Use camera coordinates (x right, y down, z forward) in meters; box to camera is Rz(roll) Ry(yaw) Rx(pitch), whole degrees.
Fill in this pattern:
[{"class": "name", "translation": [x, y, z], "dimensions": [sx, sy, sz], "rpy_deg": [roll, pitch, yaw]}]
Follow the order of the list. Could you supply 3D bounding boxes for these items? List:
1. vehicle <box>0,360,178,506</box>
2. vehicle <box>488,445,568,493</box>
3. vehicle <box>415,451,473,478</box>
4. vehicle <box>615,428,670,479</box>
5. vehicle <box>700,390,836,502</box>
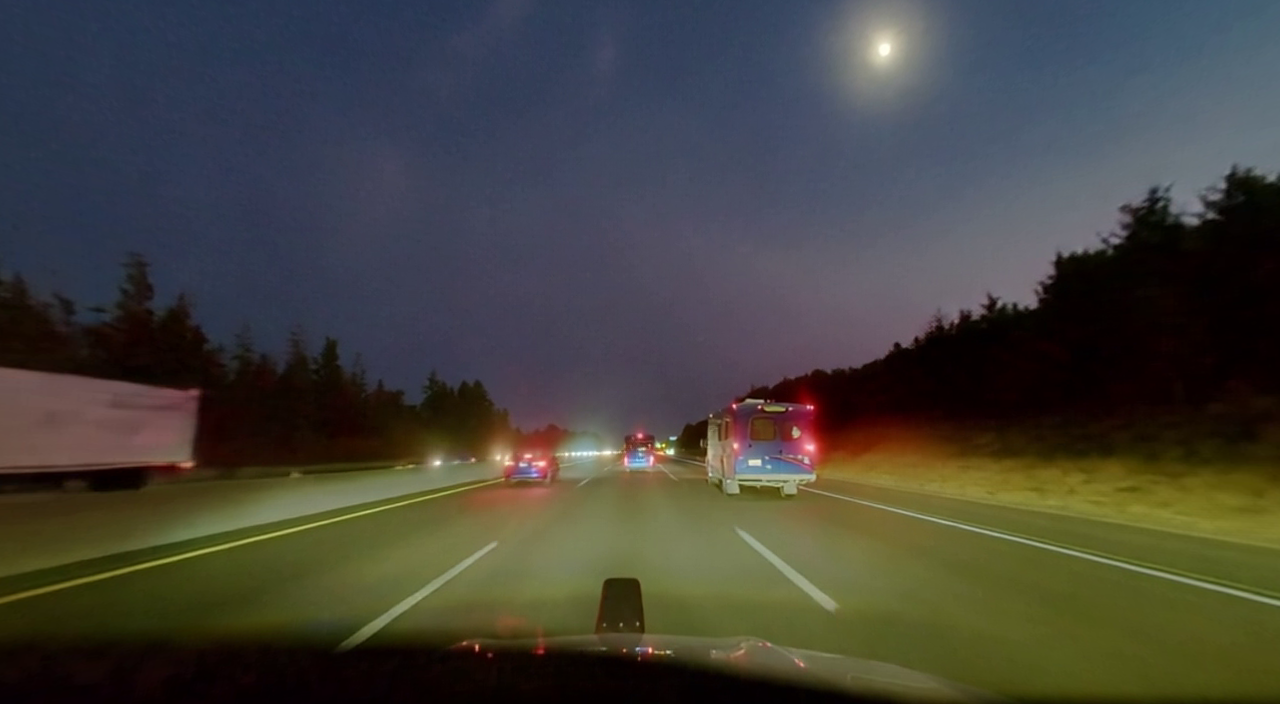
[{"class": "vehicle", "translation": [-19.602, 2.215, 17.365], "dimensions": [2.914, 4.094, 14.271], "rpy_deg": [0, -9, 0]}, {"class": "vehicle", "translation": [-3.846, 4.094, 22.509], "dimensions": [1.959, 1.502, 4.559], "rpy_deg": [0, -9, 0]}, {"class": "vehicle", "translation": [-11.456, 6.560, 37.132], "dimensions": [1.966, 1.453, 4.217], "rpy_deg": [0, -9, 1]}, {"class": "vehicle", "translation": [0.093, 5.036, 31.342], "dimensions": [2.524, 2.310, 4.986], "rpy_deg": [0, -9, 0]}, {"class": "vehicle", "translation": [3.691, 3.001, 20.210], "dimensions": [2.607, 2.910, 7.252], "rpy_deg": [0, -9, -2]}]
